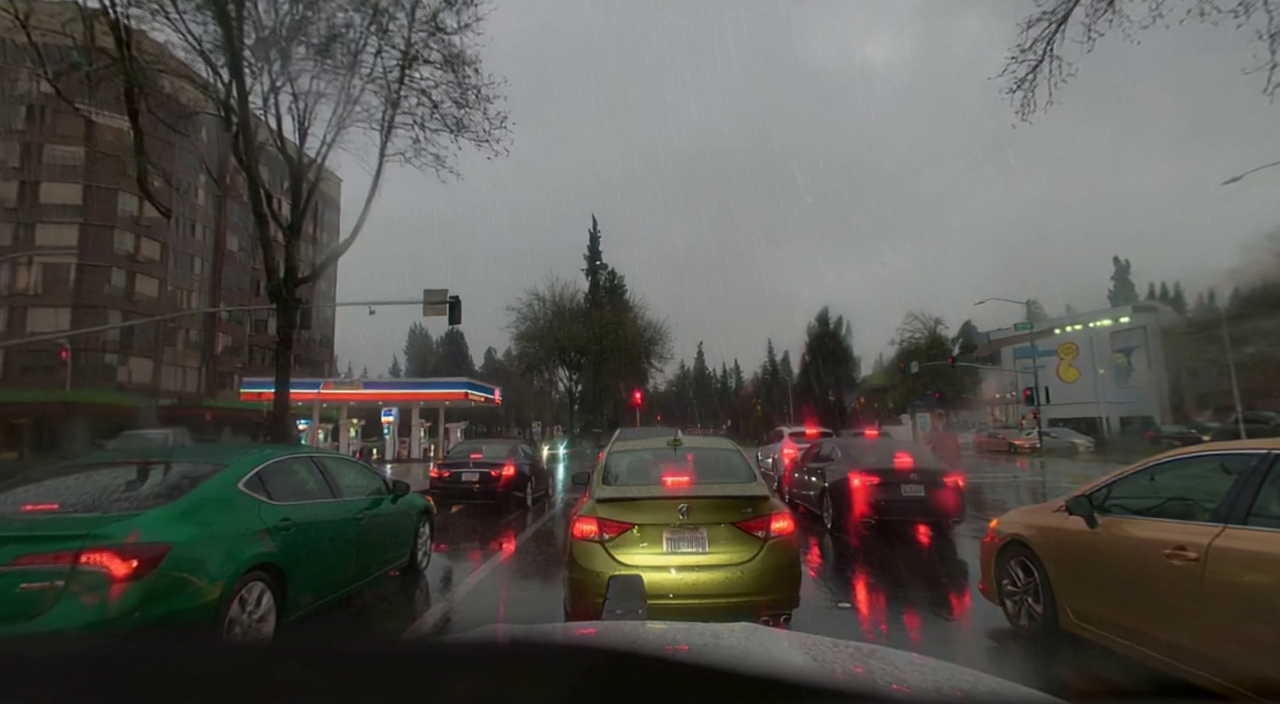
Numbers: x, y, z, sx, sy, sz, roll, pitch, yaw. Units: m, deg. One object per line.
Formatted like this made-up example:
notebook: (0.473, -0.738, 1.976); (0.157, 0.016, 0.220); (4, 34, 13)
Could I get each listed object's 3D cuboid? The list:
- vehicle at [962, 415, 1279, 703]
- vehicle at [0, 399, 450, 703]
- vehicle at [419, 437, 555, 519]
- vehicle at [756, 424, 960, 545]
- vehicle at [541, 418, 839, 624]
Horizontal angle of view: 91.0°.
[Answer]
vehicle: (4.166, 1.139, 3.625); (1.950, 1.497, 4.686); (0, -9, -3)
vehicle: (-3.017, 1.256, 4.594); (1.887, 1.493, 4.255); (0, -9, 1)
vehicle: (-3.083, 2.635, 13.676); (1.867, 1.474, 4.237); (0, -9, 1)
vehicle: (3.372, 2.125, 10.744); (1.947, 1.630, 4.127); (0, -9, -1)
vehicle: (0.319, 1.587, 6.924); (2.220, 1.507, 4.317); (0, -9, -2)
